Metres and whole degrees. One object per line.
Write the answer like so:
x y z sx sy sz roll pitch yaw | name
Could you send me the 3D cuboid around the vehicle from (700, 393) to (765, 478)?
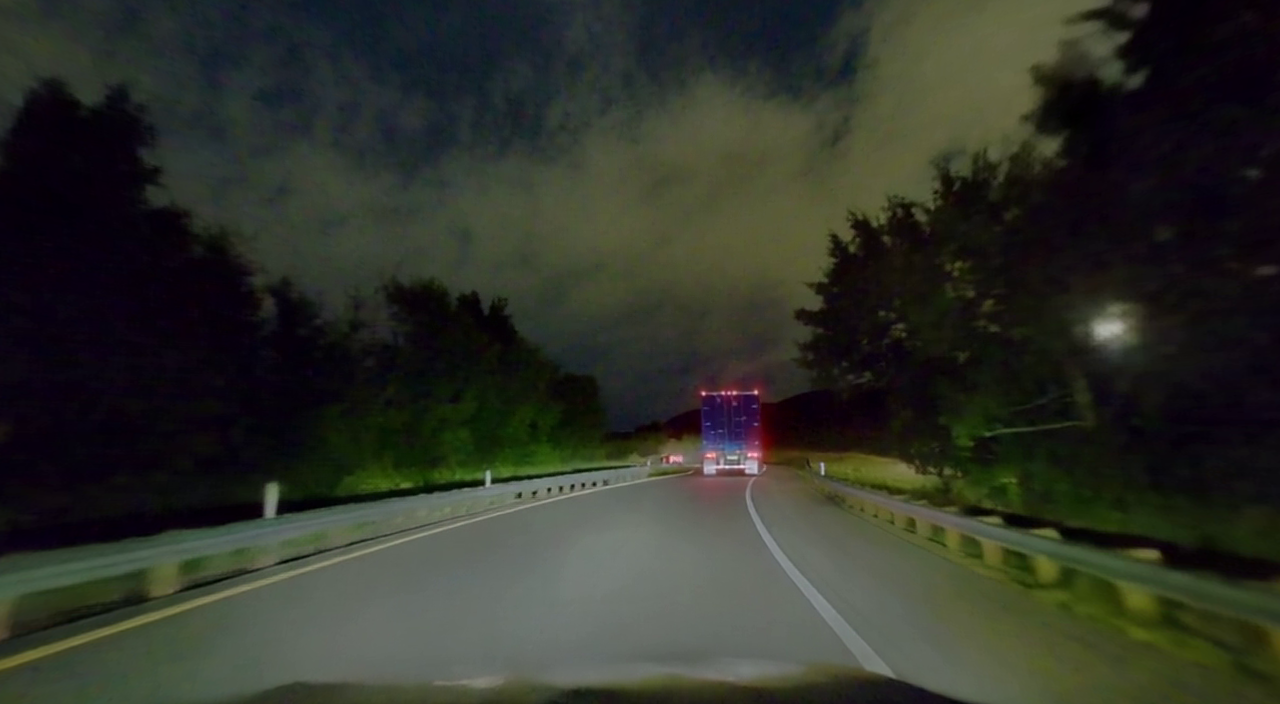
5.903 5.163 38.090 3.087 4.178 13.682 -2 -9 11 | vehicle
